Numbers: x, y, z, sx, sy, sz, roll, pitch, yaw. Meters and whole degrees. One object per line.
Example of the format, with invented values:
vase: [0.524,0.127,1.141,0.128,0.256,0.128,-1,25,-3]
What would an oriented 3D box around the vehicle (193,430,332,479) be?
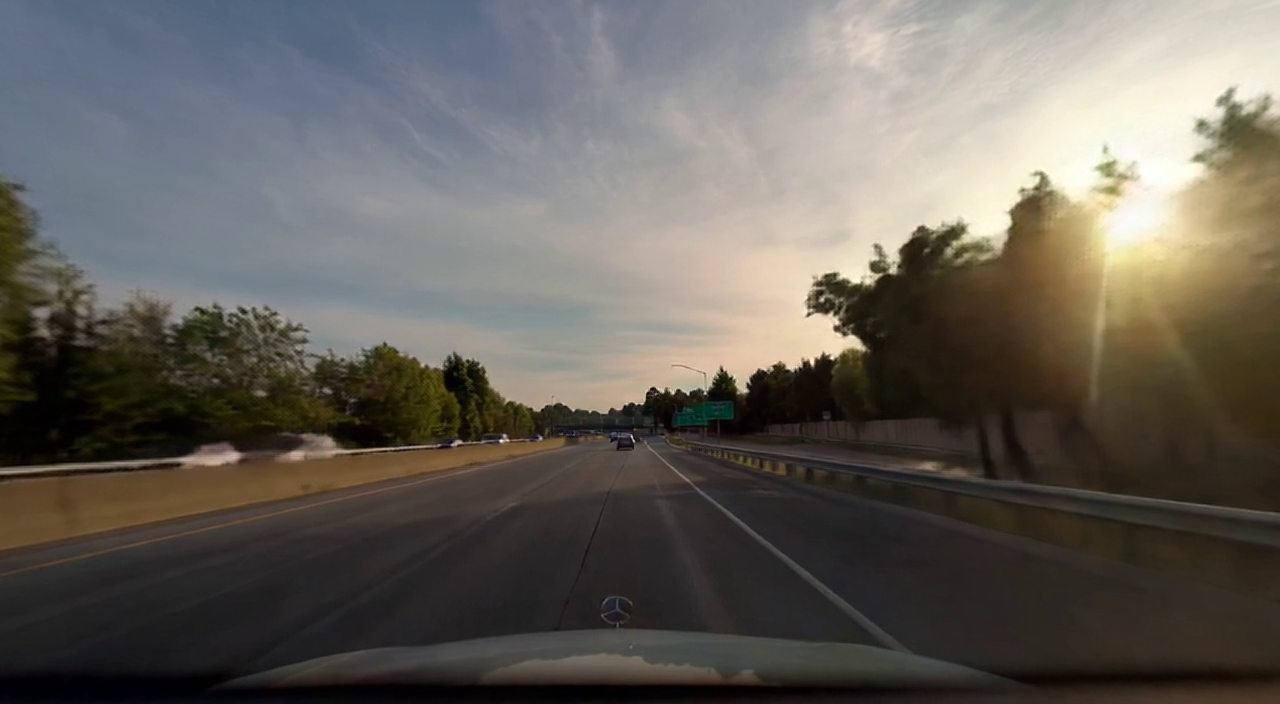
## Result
vehicle: [-12.828,3.484,21.850,1.981,1.511,4.613,0,-8,-1]
